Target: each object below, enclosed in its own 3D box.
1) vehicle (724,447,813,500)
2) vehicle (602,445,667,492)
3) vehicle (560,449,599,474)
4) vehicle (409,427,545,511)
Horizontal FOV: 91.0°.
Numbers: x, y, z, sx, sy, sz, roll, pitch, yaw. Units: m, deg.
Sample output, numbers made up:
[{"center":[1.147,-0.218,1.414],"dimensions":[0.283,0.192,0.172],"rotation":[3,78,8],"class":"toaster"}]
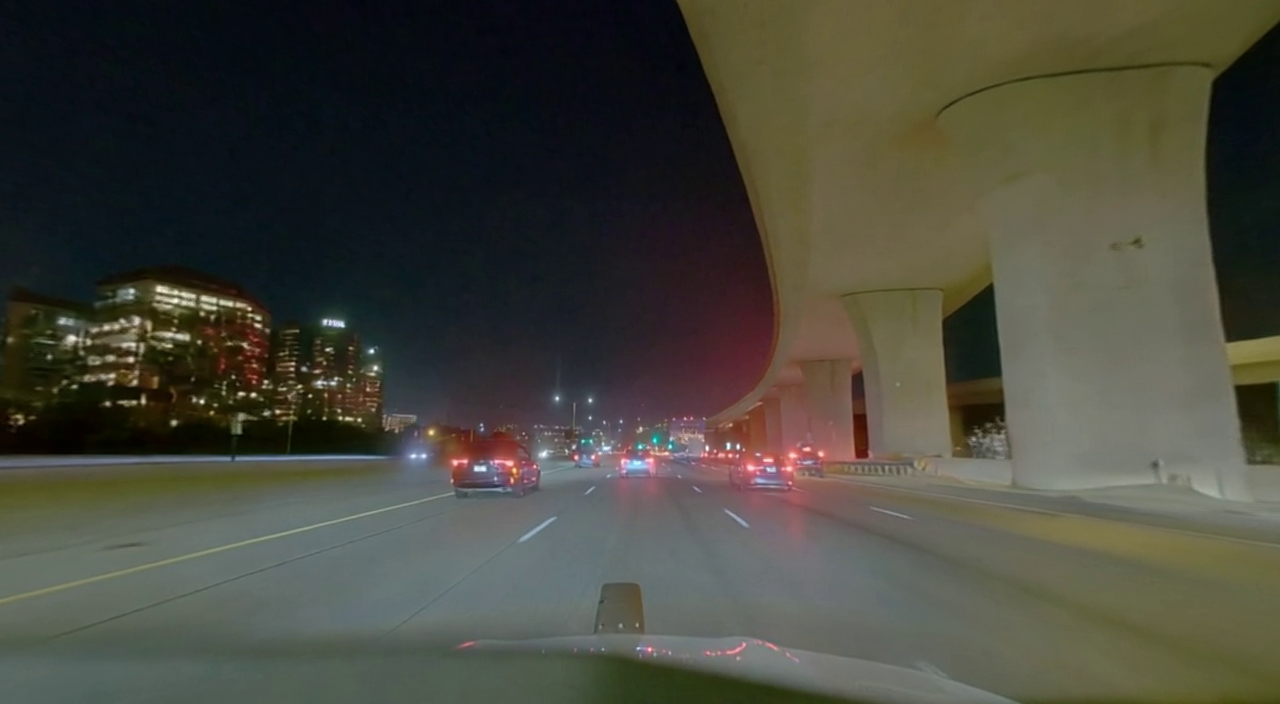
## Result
[{"center":[3.987,3.805,20.187],"dimensions":[1.974,1.490,3.994],"rotation":[0,-9,0],"class":"vehicle"},{"center":[-0.158,4.102,22.525],"dimensions":[2.089,1.493,3.964],"rotation":[0,-9,0],"class":"vehicle"},{"center":[-3.645,6.688,38.773],"dimensions":[1.868,1.431,4.055],"rotation":[0,-9,2],"class":"vehicle"},{"center":[-3.929,2.909,16.145],"dimensions":[2.142,1.819,4.648],"rotation":[0,-9,1],"class":"vehicle"}]
